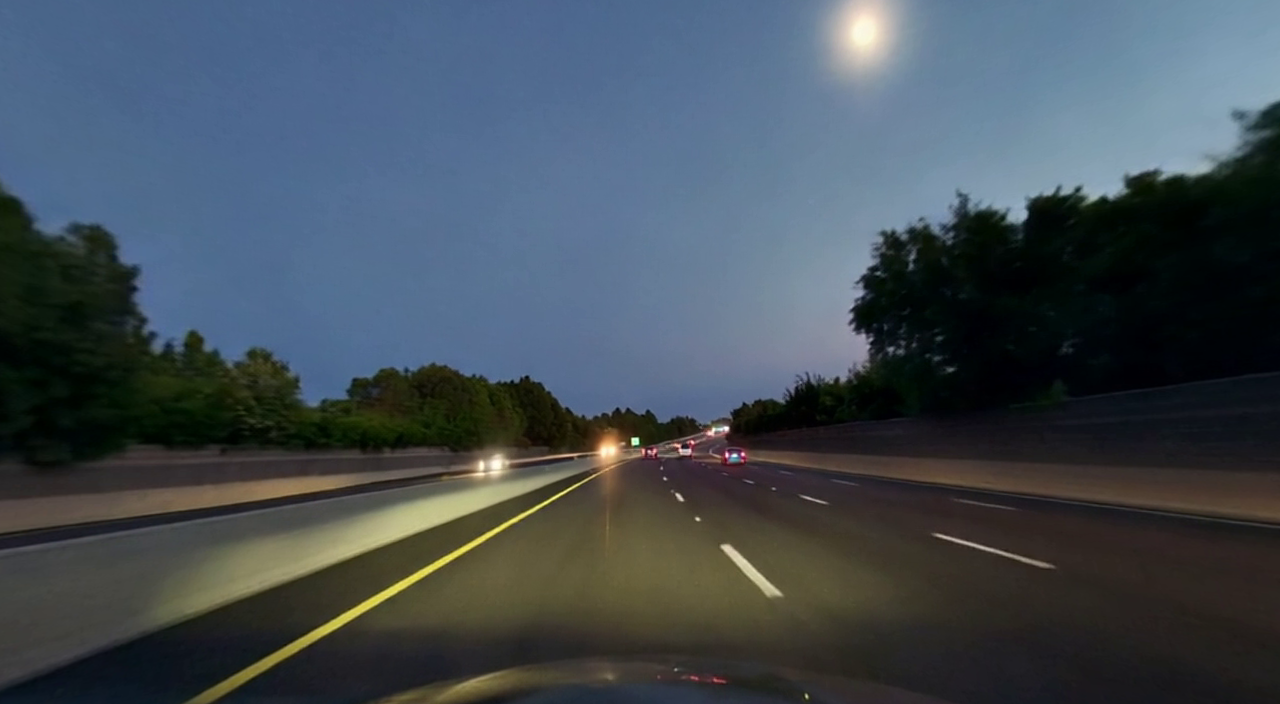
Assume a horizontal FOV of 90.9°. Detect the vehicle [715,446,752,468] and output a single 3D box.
[{"bbox_3d":[7.145,8.049,48.522,2.175,1.574,3.943,0,-9,0],"label":"vehicle"}]
